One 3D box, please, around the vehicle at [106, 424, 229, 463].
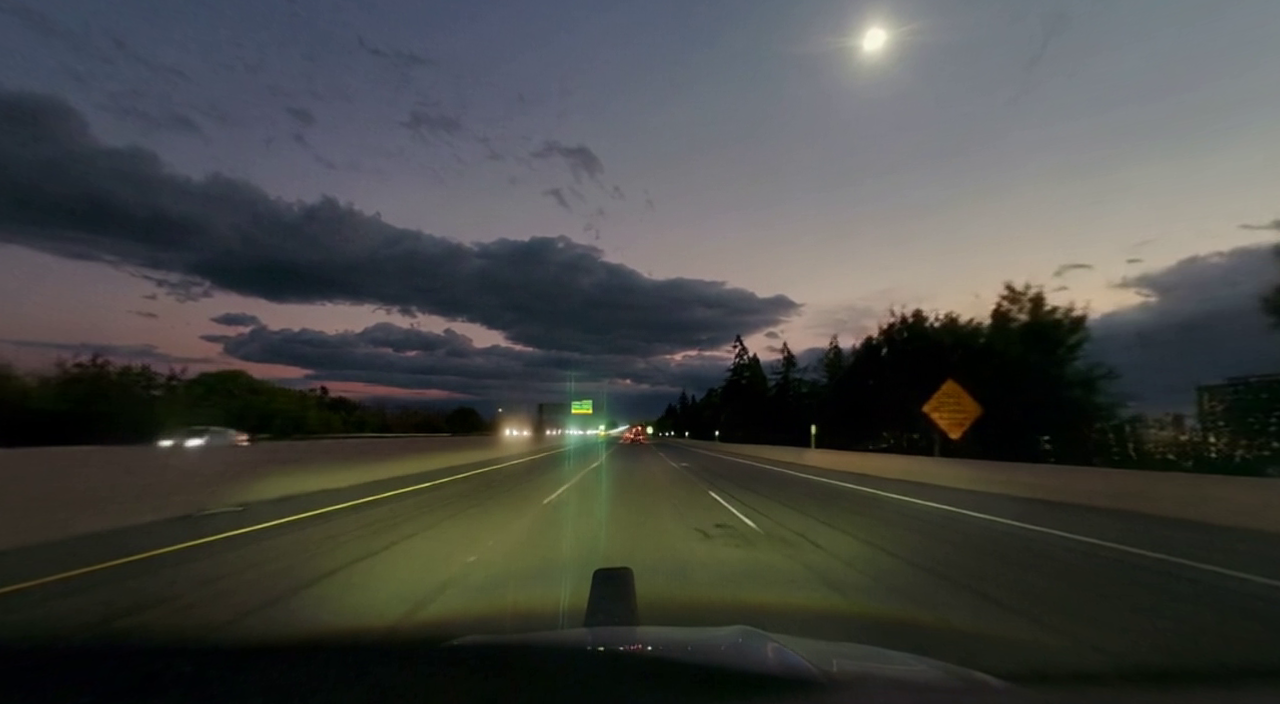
[{"bbox_3d":[-19.409,3.772,26.136,1.837,1.471,4.219,0,-8,0],"label":"vehicle"}]
